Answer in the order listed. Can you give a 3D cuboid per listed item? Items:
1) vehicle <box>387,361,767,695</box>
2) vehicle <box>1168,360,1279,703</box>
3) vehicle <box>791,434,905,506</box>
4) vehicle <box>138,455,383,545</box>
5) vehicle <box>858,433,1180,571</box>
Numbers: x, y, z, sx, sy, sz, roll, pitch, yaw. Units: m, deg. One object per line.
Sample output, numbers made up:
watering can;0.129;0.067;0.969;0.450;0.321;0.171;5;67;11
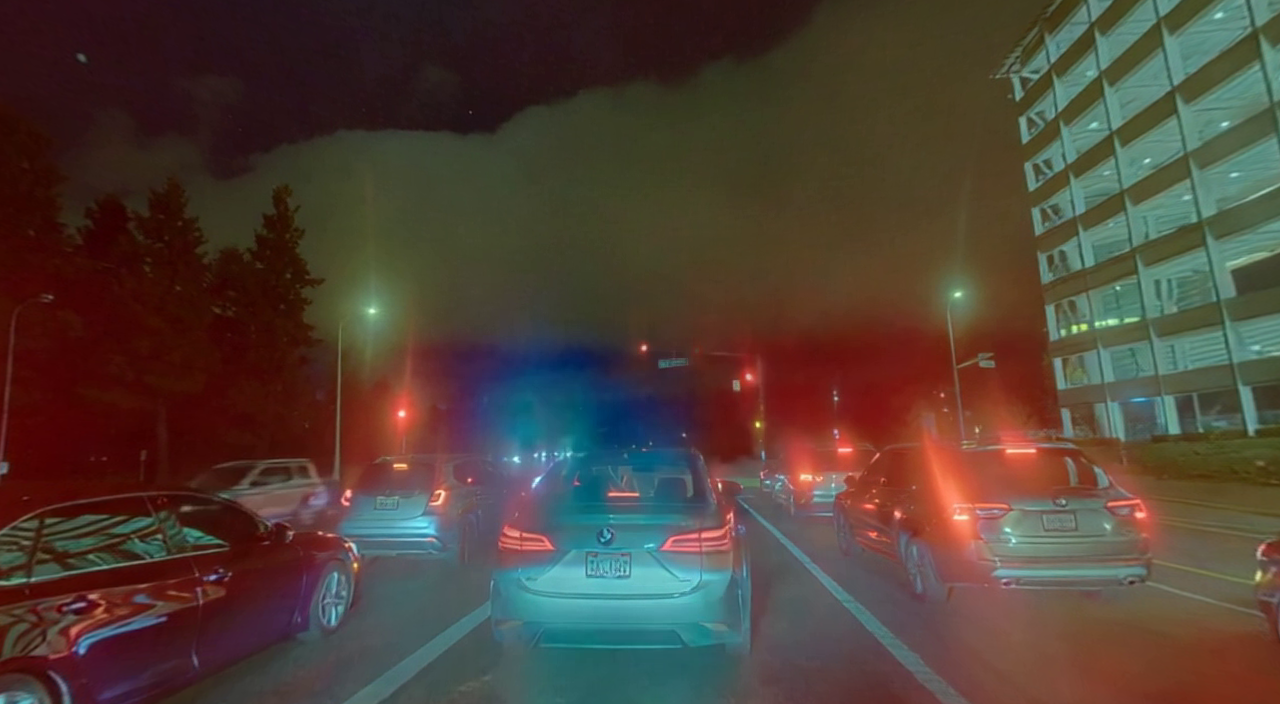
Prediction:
vehicle;-0.208;1.237;5.565;2.021;1.742;4.295;-1;-8;4
vehicle;4.047;0.615;1.109;1.993;1.719;4.953;0;-8;1
vehicle;5.322;3.034;16.717;1.994;1.638;4.100;-1;-9;6
vehicle;-7.763;3.028;13.662;2.163;1.500;4.753;-1;-8;3
vehicle;4.904;1.971;9.174;1.963;1.480;4.553;0;-8;2
